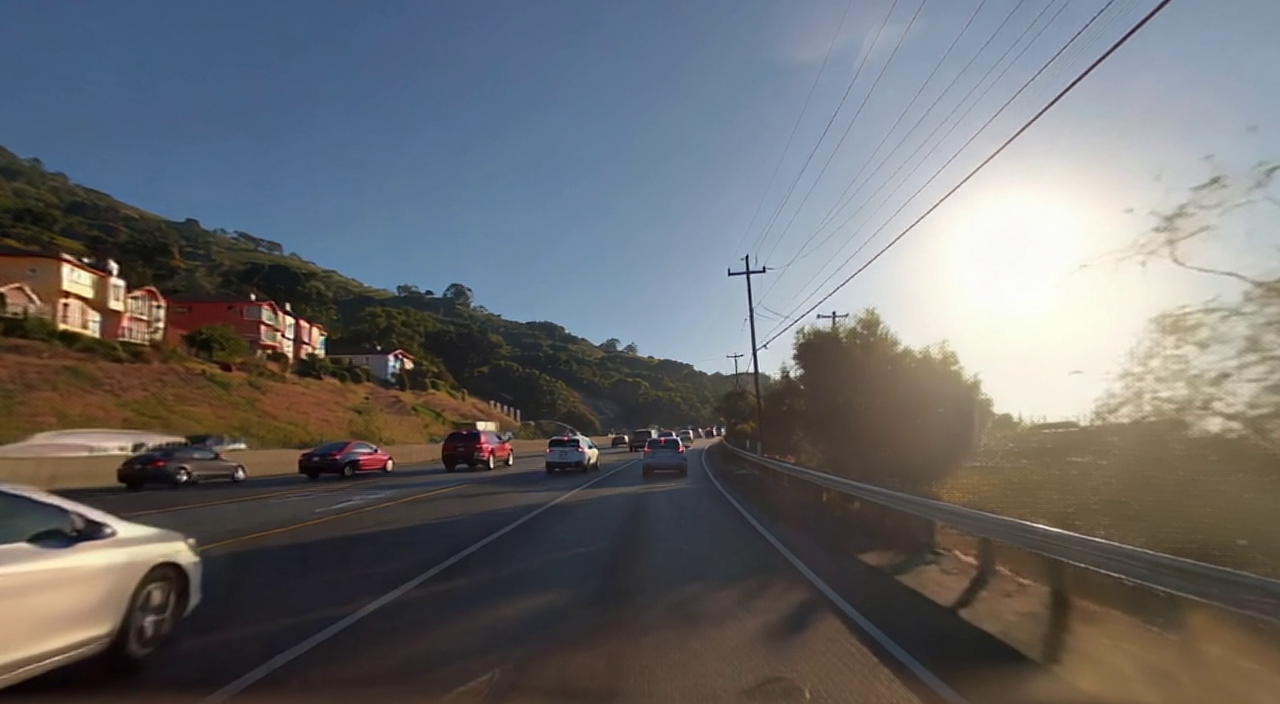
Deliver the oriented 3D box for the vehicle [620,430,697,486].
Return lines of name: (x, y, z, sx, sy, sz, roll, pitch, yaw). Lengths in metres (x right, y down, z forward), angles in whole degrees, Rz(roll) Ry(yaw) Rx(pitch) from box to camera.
vehicle: (0.611, 3.194, 19.231, 2.109, 1.495, 3.935, -1, -8, 3)

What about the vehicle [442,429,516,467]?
vehicle: (-8.191, 4.941, 32.541, 2.080, 1.833, 4.461, -1, -8, 9)

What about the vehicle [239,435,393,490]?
vehicle: (-9.623, 3.304, 19.243, 1.959, 1.469, 4.450, -1, -8, 7)

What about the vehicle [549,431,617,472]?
vehicle: (-2.378, 4.335, 27.726, 2.121, 1.639, 4.383, -1, -8, 6)

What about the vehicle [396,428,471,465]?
vehicle: (-11.755, 5.443, 36.357, 2.105, 1.971, 4.868, -1, -8, 8)

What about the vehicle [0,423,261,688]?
vehicle: (-4.599, 1.134, 3.453, 1.956, 1.478, 4.789, 0, -8, 2)
